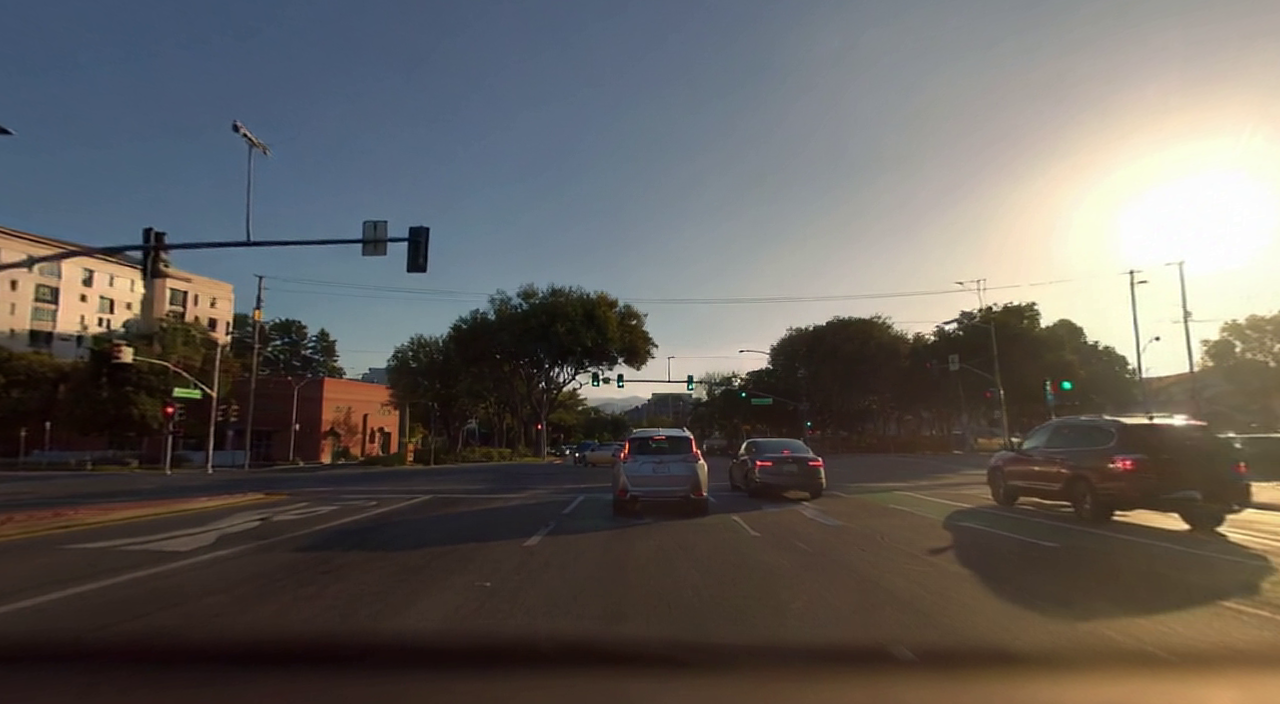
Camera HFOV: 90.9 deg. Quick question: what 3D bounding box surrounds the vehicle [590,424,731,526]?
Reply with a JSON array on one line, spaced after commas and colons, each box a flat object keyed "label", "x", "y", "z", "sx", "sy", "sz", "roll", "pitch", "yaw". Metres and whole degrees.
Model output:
[{"label": "vehicle", "x": 0.289, "y": 2.188, "z": 11.801, "sx": 2.099, "sy": 1.516, "sz": 4.681, "roll": 0, "pitch": -8, "yaw": 0}]

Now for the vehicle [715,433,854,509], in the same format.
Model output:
[{"label": "vehicle", "x": 3.001, "y": 2.571, "z": 14.083, "sx": 1.994, "sy": 1.436, "sz": 4.169, "roll": 0, "pitch": -8, "yaw": -2}]

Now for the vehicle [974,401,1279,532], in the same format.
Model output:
[{"label": "vehicle", "x": 8.507, "y": 2.012, "z": 11.635, "sx": 2.132, "sy": 1.892, "sz": 4.851, "roll": 0, "pitch": -8, "yaw": 2}]
